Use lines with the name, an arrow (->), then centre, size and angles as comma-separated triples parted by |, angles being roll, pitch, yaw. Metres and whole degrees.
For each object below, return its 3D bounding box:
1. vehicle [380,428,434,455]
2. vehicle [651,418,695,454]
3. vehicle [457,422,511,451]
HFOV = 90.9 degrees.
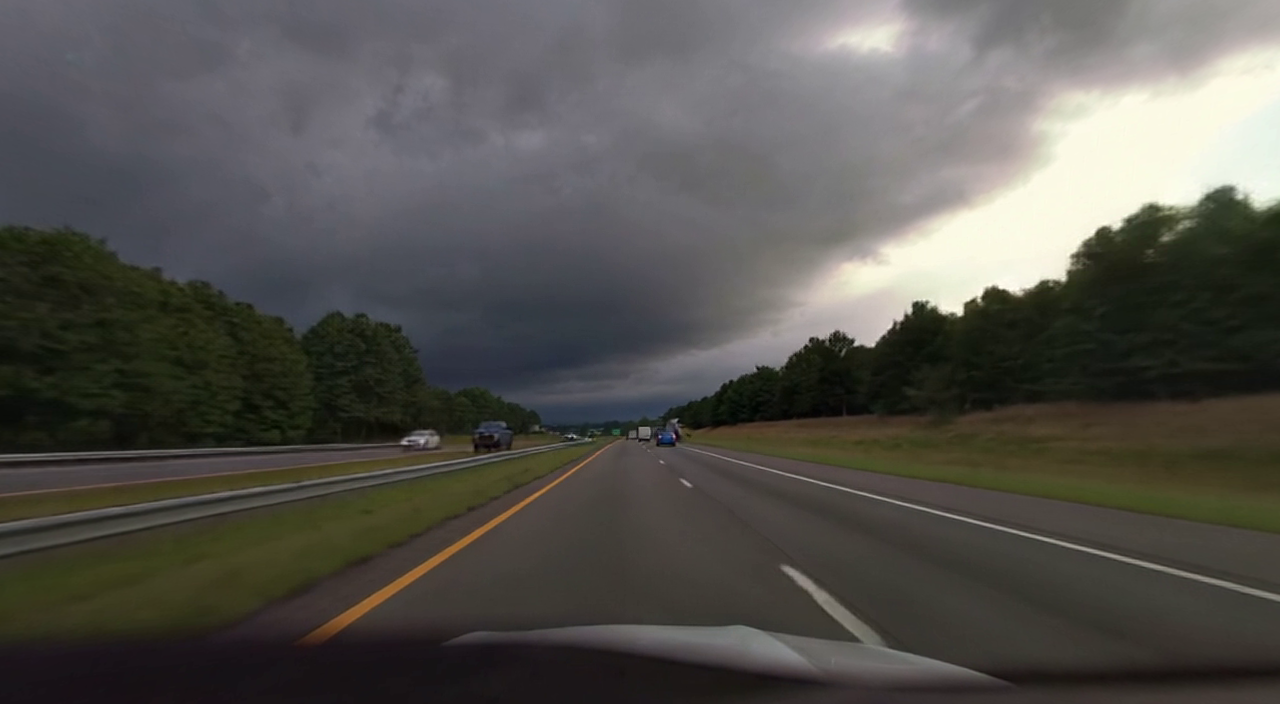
vehicle -> -13.413, 5.154, 36.505 | 1.791, 1.469, 3.578 | 0, -8, -1
vehicle -> 2.532, 6.651, 49.857 | 2.821, 2.673, 6.205 | 0, -8, -3
vehicle -> -9.249, 5.085, 37.823 | 2.069, 1.641, 4.764 | 0, -8, 0
